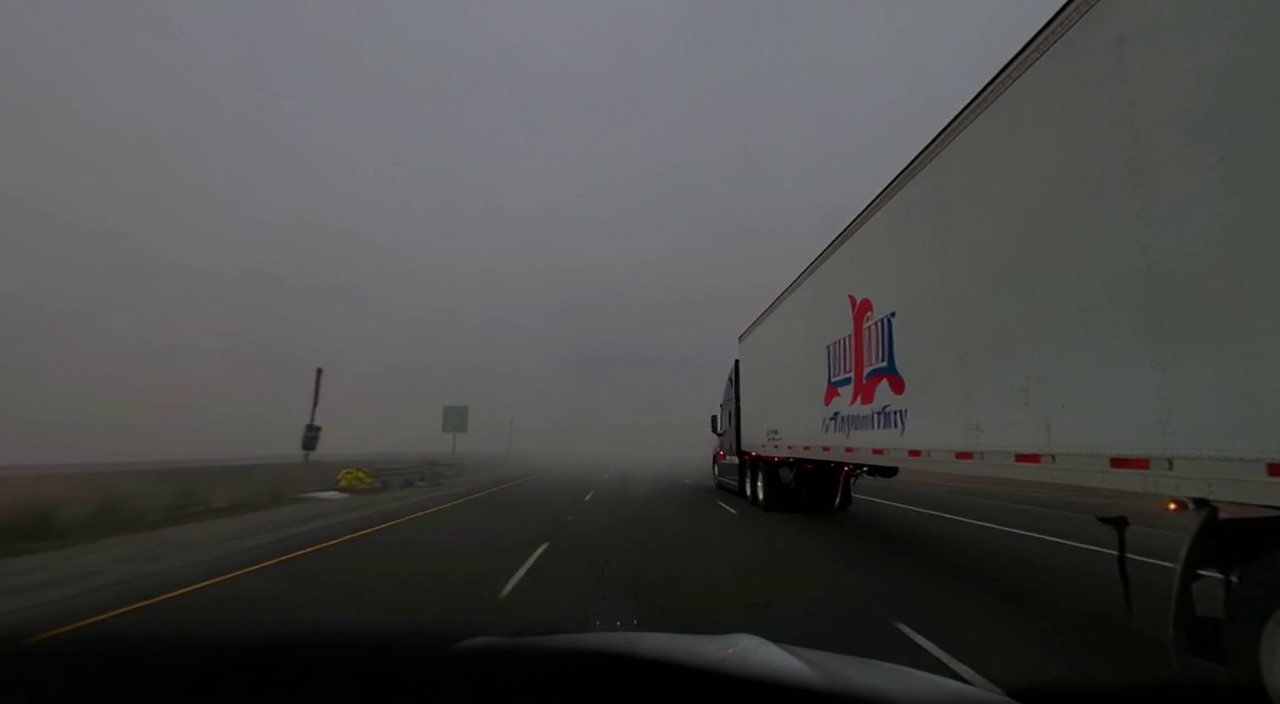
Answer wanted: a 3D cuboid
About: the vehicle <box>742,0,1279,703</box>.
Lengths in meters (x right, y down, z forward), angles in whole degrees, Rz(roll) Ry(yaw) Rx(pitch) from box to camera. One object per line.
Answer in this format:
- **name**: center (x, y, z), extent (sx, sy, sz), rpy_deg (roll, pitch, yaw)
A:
- **vehicle**: center (3.902, 0.563, 8.662), extent (2.962, 4.132, 12.720), rpy_deg (0, -8, 1)
